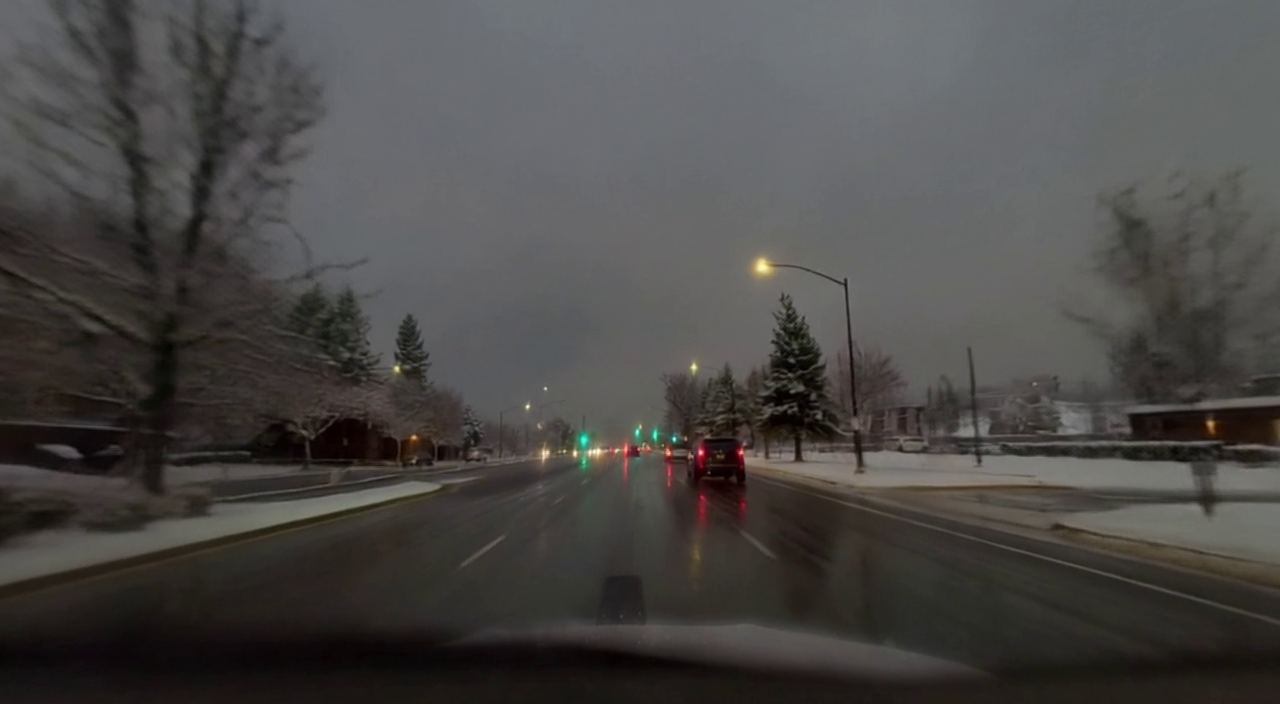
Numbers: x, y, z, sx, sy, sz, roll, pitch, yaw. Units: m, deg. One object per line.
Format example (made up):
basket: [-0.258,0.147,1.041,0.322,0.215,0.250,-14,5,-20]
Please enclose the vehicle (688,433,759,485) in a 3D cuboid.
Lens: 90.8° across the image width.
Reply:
vehicle: [3.082,4.073,24.300,2.060,1.816,4.343,0,-9,-1]
